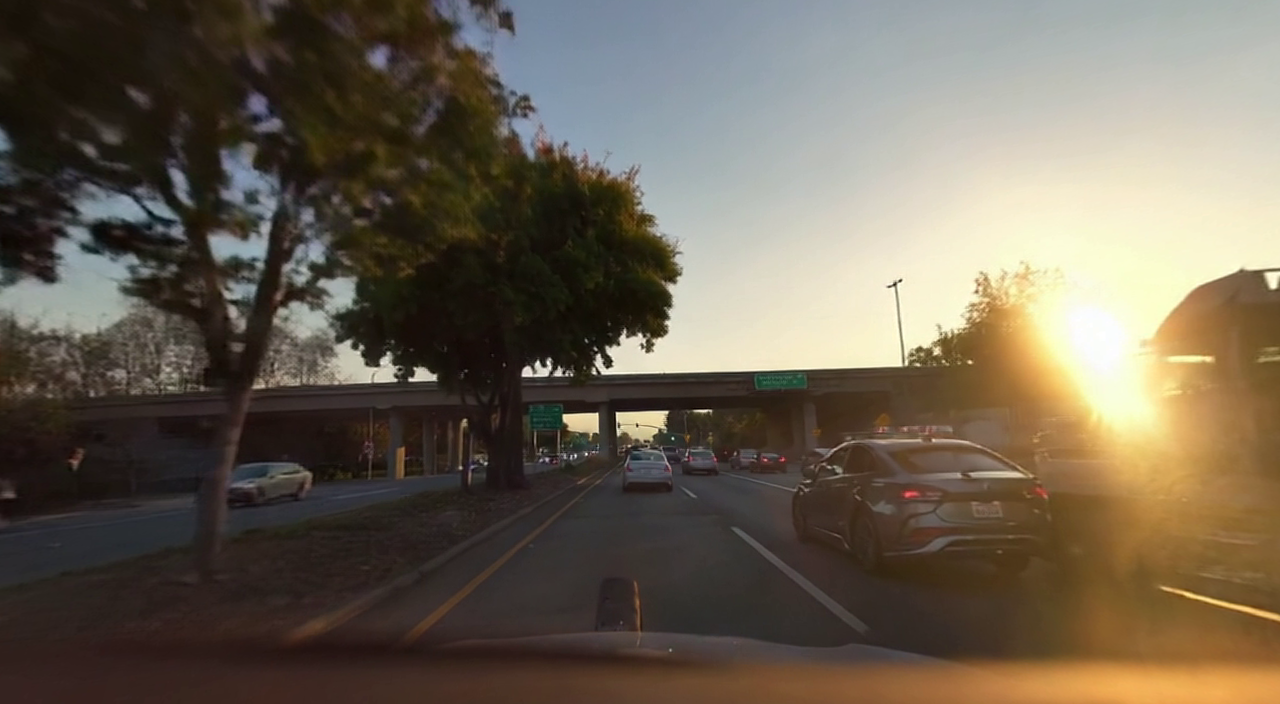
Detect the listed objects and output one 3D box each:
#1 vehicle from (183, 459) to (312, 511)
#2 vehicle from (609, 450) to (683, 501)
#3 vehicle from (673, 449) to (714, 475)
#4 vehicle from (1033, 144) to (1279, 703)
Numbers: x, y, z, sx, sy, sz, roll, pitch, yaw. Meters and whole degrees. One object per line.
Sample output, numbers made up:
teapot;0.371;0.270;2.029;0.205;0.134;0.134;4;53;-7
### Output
vehicle;-14.567;4.921;23.837;2.009;1.670;4.583;0;-9;-2
vehicle;0.147;3.665;19.138;2.027;1.341;3.775;0;-9;0
vehicle;3.104;6.472;37.347;1.962;1.431;4.205;0;-9;-1
vehicle;3.313;0.313;0.666;2.588;2.321;4.927;0;-9;1
